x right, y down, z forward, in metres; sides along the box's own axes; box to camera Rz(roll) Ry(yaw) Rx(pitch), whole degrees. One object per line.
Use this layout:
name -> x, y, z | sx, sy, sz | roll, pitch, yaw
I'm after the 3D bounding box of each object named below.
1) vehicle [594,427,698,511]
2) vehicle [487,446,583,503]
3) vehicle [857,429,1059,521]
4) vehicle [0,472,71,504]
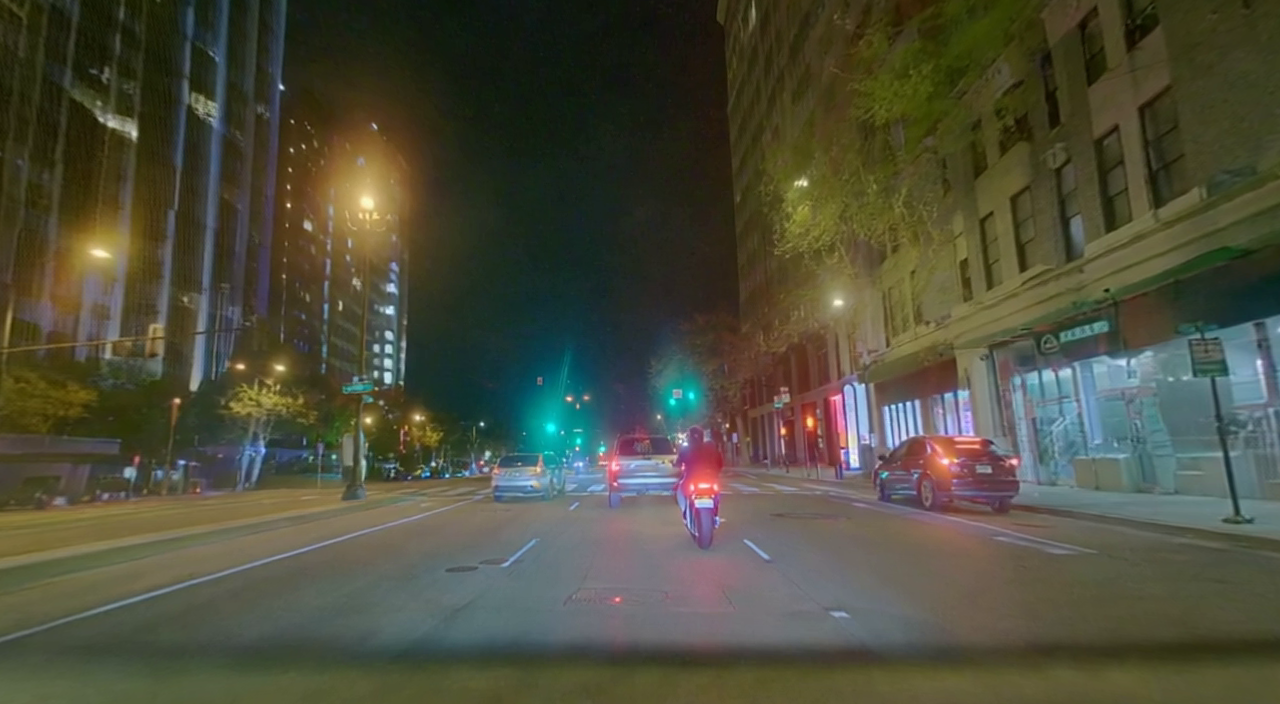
vehicle -> 0.151, 2.850, 15.787 | 2.223, 1.775, 4.250 | 0, -9, 1
vehicle -> -2.989, 3.590, 19.034 | 2.014, 1.470, 4.552 | -1, -9, 2
vehicle -> 7.161, 2.803, 15.010 | 2.018, 1.772, 4.968 | 0, -9, -3
vehicle -> -39.823, 8.658, 40.316 | 4.961, 1.878, 1.967 | 0, -9, -2
